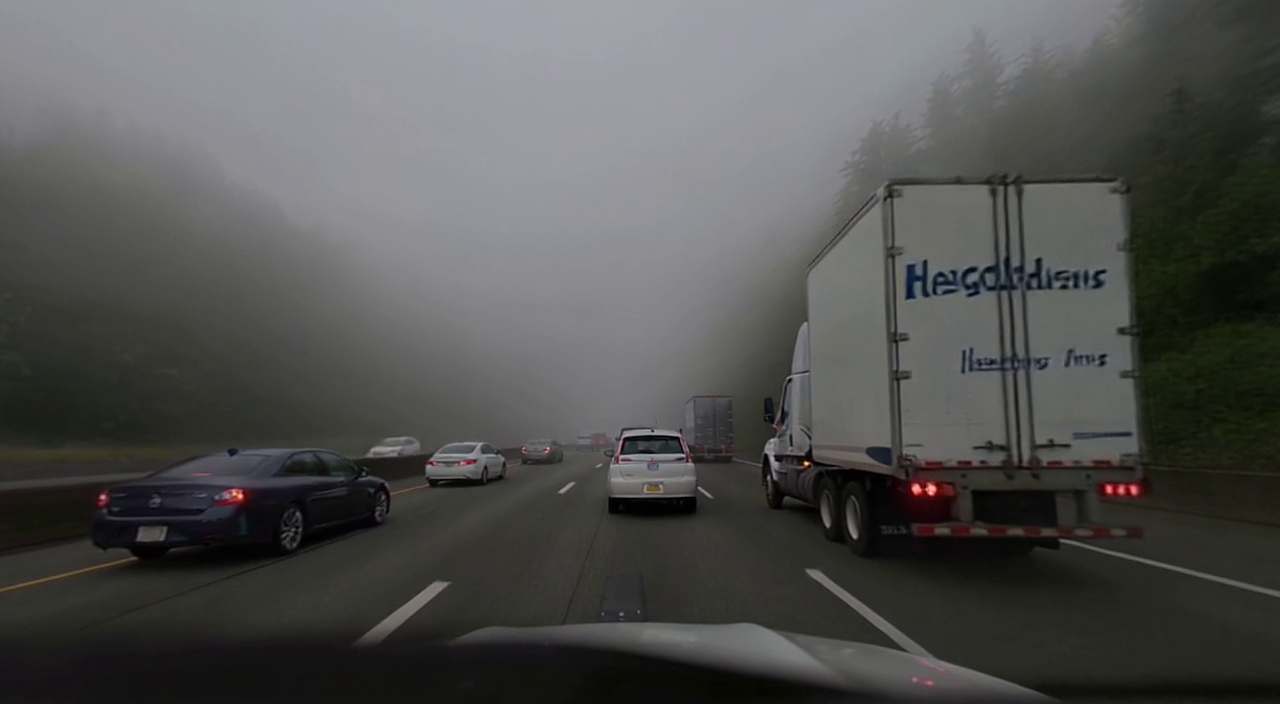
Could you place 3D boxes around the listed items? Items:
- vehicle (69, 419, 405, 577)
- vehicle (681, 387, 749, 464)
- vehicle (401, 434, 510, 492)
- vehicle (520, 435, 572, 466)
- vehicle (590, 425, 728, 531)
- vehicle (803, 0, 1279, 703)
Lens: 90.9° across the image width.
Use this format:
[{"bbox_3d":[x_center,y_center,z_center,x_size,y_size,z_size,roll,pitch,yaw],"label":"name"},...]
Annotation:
[{"bbox_3d":[-4.591,1.661,7.988,1.821,1.514,3.677,0,-8,0],"label":"vehicle"},{"bbox_3d":[4.448,4.871,40.894,2.892,4.101,14.252,0,-8,1],"label":"vehicle"},{"bbox_3d":[-5.088,3.090,17.991,1.880,1.458,3.978,0,-8,0],"label":"vehicle"},{"bbox_3d":[-4.695,4.988,32.227,1.887,1.493,4.411,0,-8,1],"label":"vehicle"},{"bbox_3d":[0.260,2.051,10.860,1.973,1.505,3.568,0,-8,0],"label":"vehicle"},{"bbox_3d":[4.008,-0.309,2.302,2.817,3.989,14.321,0,-8,-1],"label":"vehicle"}]
